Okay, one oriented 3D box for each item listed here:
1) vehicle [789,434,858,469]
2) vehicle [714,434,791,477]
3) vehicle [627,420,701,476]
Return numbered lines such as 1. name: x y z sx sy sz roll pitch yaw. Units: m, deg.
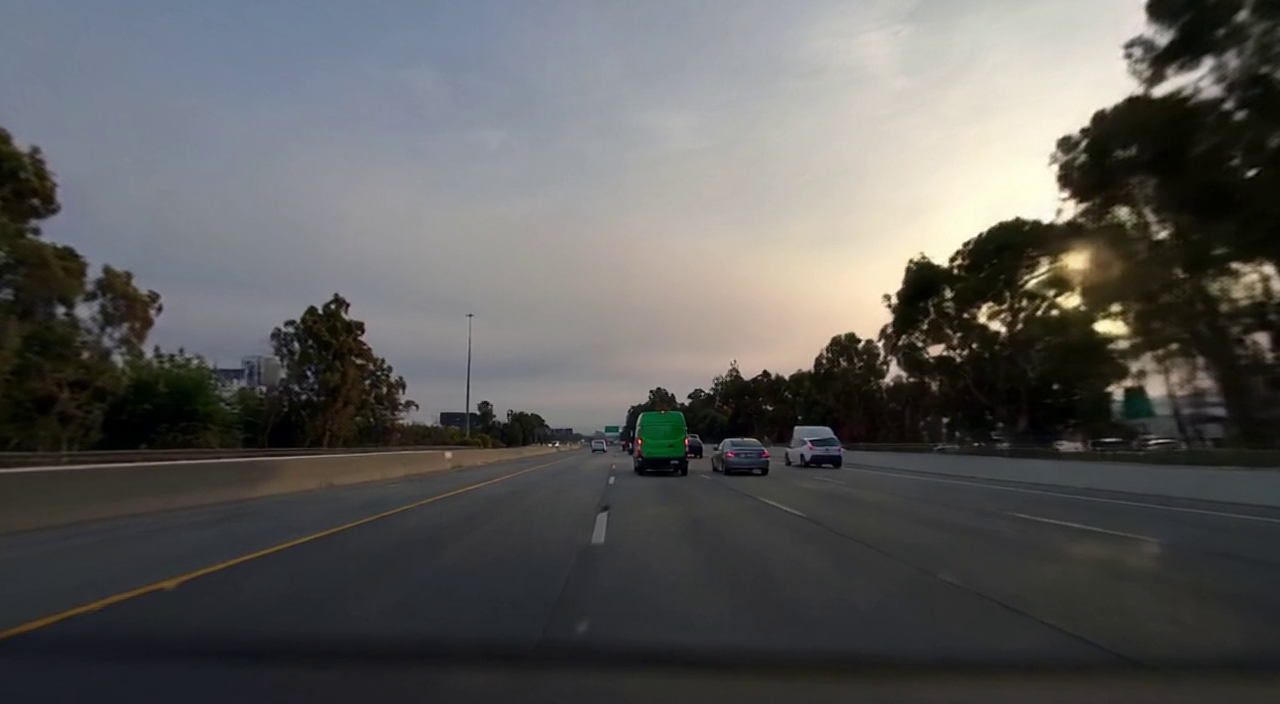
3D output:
1. vehicle: 8.337 4.558 28.839 1.874 1.496 3.586 0 -8 -3
2. vehicle: 4.236 3.954 24.304 2.099 1.510 3.784 0 -8 -3
3. vehicle: 0.852 3.966 26.177 2.546 2.087 5.404 0 -8 -3
